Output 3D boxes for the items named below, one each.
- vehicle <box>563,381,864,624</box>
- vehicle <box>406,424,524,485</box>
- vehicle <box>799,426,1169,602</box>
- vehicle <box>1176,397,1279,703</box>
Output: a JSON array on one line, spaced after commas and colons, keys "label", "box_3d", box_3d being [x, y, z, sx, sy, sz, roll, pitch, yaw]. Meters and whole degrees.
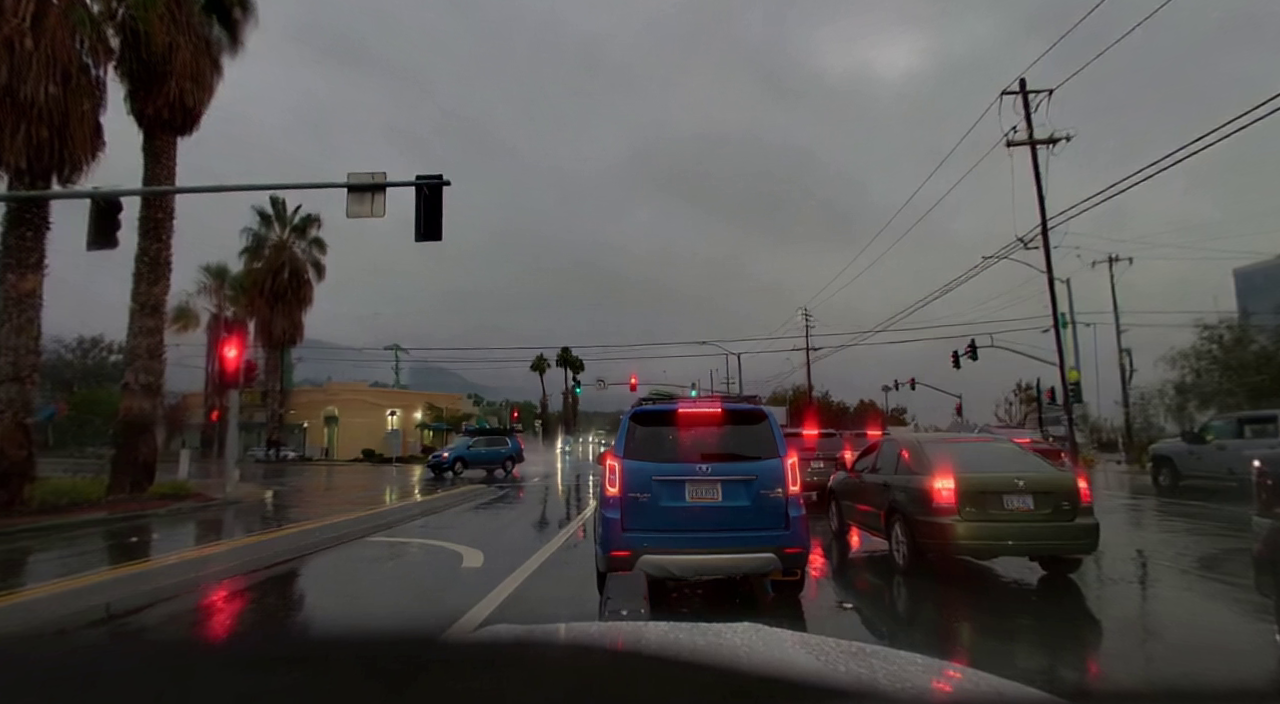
[{"label": "vehicle", "box_3d": [0.469, 1.430, 6.884, 2.228, 1.780, 4.269, 0, -9, -2]}, {"label": "vehicle", "box_3d": [-8.453, 5.032, 31.183, 2.230, 2.653, 5.869, -4, -10, 25]}, {"label": "vehicle", "box_3d": [3.453, 1.689, 7.504, 1.895, 1.456, 4.255, 0, -9, -2]}, {"label": "vehicle", "box_3d": [3.359, 0.651, 0.652, 1.805, 1.485, 4.348, 0, -9, 1]}]
